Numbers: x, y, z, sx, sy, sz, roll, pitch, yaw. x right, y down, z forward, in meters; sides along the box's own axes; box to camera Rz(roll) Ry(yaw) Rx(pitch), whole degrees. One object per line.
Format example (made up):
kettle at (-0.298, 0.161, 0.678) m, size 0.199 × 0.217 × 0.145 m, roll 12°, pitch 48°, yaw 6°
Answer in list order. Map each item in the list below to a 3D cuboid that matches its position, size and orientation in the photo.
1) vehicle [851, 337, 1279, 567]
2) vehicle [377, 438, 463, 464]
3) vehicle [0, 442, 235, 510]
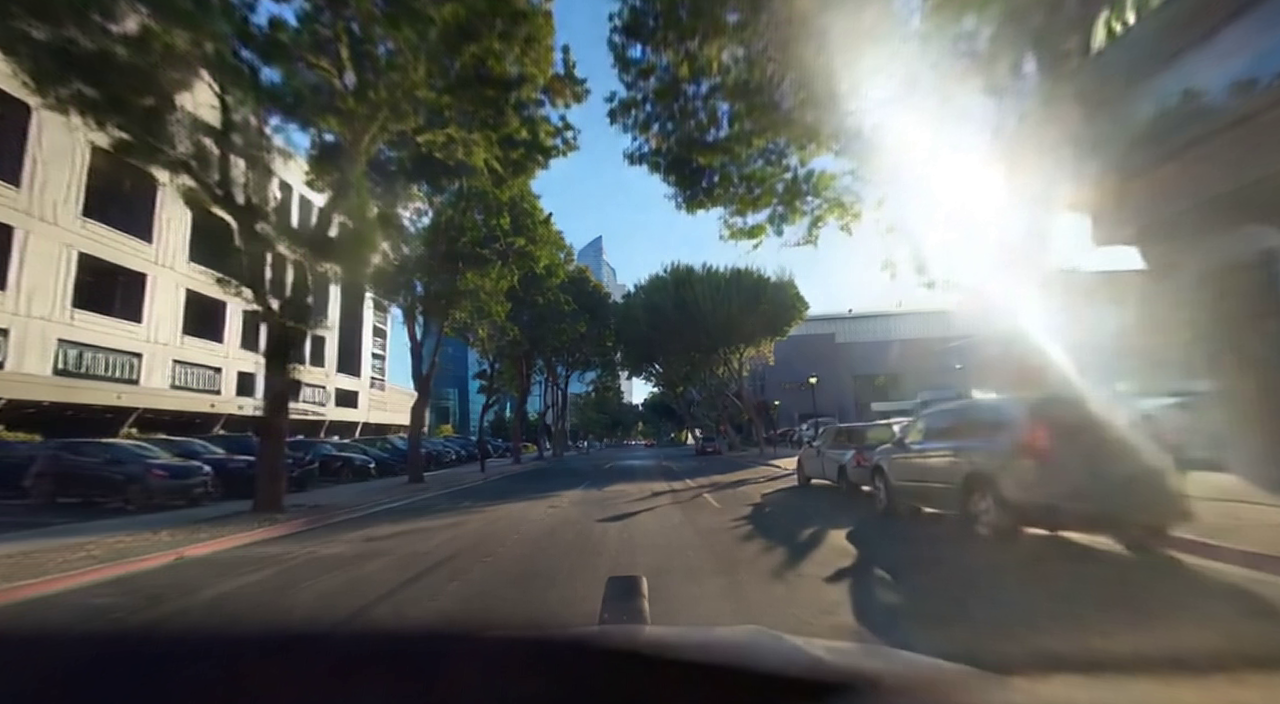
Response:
vehicle at (5.751, 1.529, 10.071) m, size 2.596 × 2.509 × 6.178 m, roll 0°, pitch -8°, yaw 0°
vehicle at (-14.548, 6.600, 42.000) m, size 4.954 × 1.614 × 2.227 m, roll 0°, pitch -9°, yaw -5°
vehicle at (-13.138, 2.950, 15.229) m, size 5.269 × 1.491 × 2.133 m, roll -1°, pitch -8°, yaw 2°
